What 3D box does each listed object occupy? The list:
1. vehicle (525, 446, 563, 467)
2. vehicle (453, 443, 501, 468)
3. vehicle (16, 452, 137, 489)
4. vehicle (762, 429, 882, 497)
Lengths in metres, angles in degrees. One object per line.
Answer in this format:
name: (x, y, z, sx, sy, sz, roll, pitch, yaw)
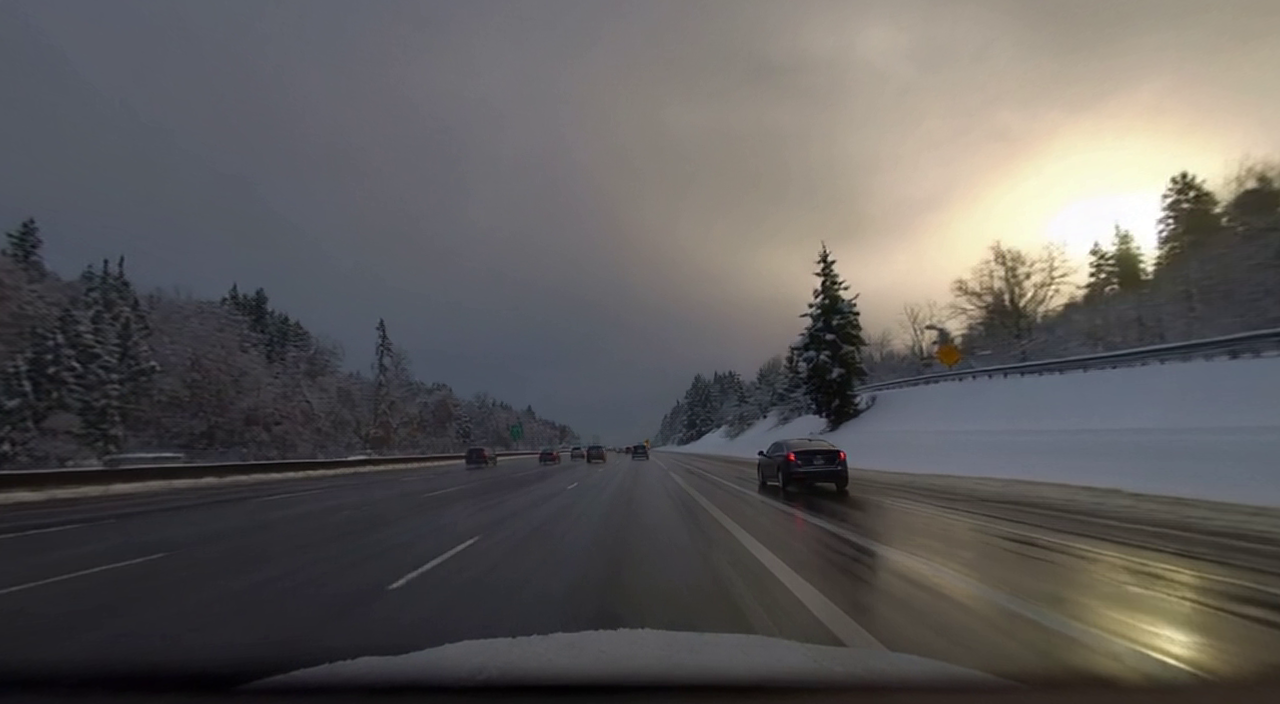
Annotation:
vehicle: (-7.203, 7.908, 47.907, 2.071, 1.486, 4.703, 0, -9, 1)
vehicle: (-11.320, 7.264, 44.171, 2.107, 1.628, 4.446, 0, -9, 1)
vehicle: (-24.807, 5.217, 27.933, 1.779, 1.480, 3.783, 0, -9, 1)
vehicle: (5.454, 3.405, 19.676, 2.259, 1.816, 4.862, 0, -9, -1)
